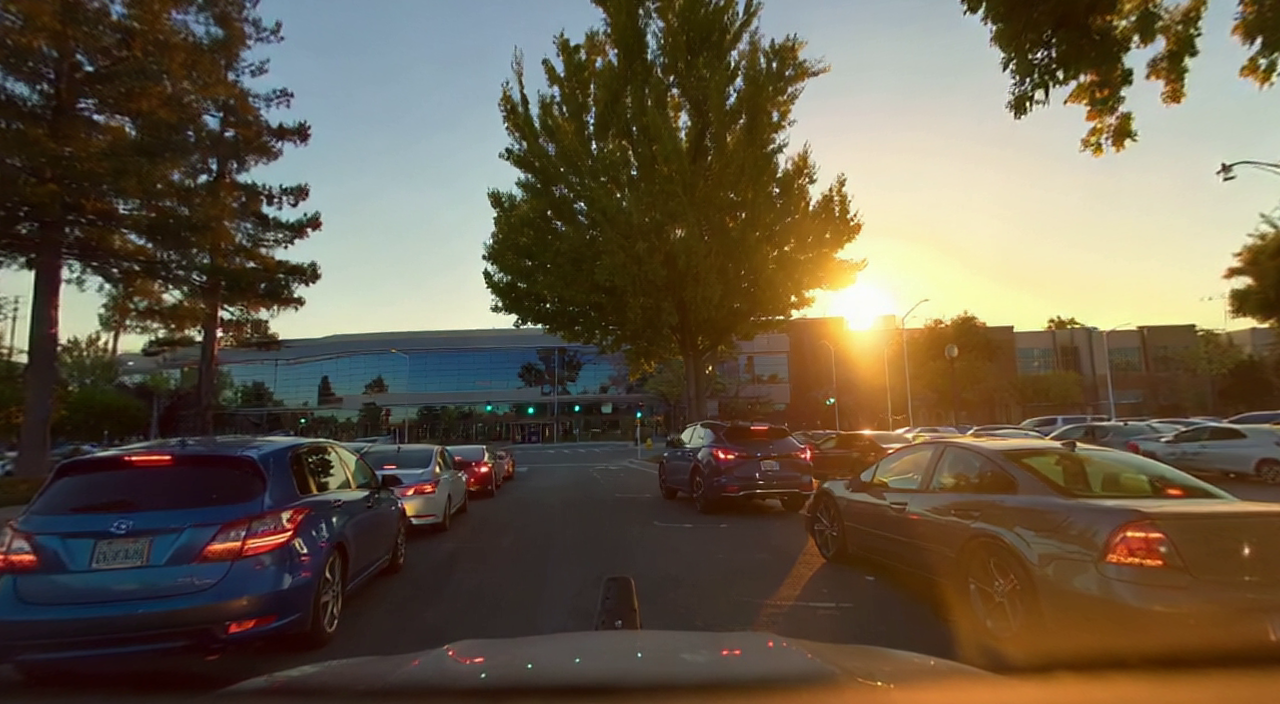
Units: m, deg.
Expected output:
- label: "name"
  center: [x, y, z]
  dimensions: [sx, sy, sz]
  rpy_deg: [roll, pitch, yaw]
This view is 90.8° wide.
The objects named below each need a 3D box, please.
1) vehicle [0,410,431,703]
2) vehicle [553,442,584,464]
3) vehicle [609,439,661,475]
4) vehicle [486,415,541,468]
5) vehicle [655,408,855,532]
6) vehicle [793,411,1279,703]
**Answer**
- label: "vehicle"
  center: [-2.888, 1.339, 5.089]
  dimensions: [1.968, 1.497, 4.286]
  rpy_deg: [2, -9, -15]
- label: "vehicle"
  center: [-5.262, 7.393, 46.484]
  dimensions: [2.095, 1.473, 4.301]
  rpy_deg: [1, -8, -6]
- label: "vehicle"
  center: [-0.310, 4.809, 29.171]
  dimensions: [1.910, 1.493, 4.490]
  rpy_deg: [1, -8, -7]
- label: "vehicle"
  center: [-8.381, 6.091, 42.862]
  dimensions: [2.820, 3.263, 7.986]
  rpy_deg: [1, -8, -6]
- label: "vehicle"
  center: [1.900, 2.269, 12.817]
  dimensions: [2.324, 1.907, 5.634]
  rpy_deg: [1, -8, -7]
- label: "vehicle"
  center: [3.150, 1.404, 5.609]
  dimensions: [1.904, 1.494, 4.864]
  rpy_deg: [1, -8, -6]
